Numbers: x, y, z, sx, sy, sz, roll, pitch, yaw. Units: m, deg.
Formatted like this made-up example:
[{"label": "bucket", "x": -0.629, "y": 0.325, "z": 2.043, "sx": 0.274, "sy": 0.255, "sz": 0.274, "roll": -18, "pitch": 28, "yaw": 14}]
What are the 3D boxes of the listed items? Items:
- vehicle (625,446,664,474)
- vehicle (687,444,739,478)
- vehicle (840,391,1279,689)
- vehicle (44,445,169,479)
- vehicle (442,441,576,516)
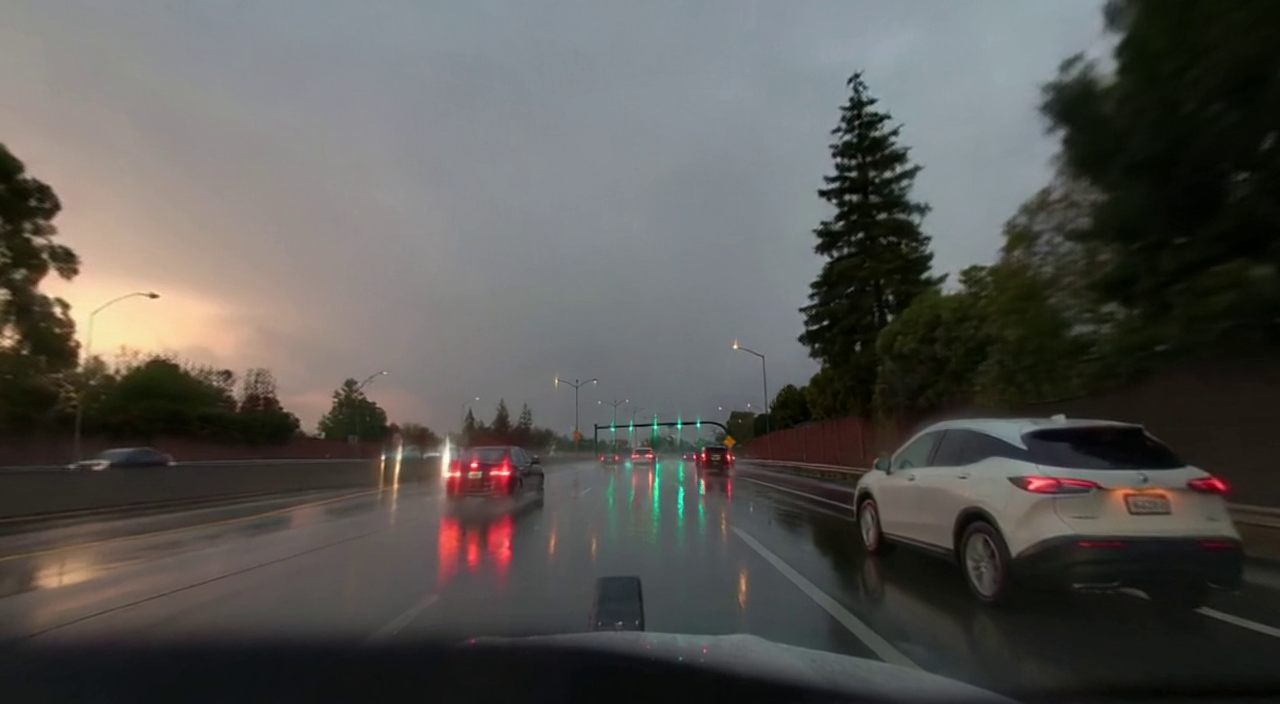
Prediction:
[{"label": "vehicle", "x": 0.371, "y": 6.939, "z": 40.871, "sx": 2.408, "sy": 1.748, "sz": 4.217, "roll": 0, "pitch": -8, "yaw": 2}, {"label": "vehicle", "x": 3.935, "y": 5.941, "z": 34.705, "sx": 2.320, "sy": 1.735, "sz": 4.408, "roll": 0, "pitch": -8, "yaw": 0}, {"label": "vehicle", "x": 3.688, "y": 1.424, "z": 6.012, "sx": 2.029, "sy": 1.716, "sz": 4.545, "roll": 0, "pitch": -8, "yaw": 0}, {"label": "vehicle", "x": -26.597, "y": 5.476, "z": 31.685, "sx": 1.828, "sy": 1.560, "sz": 4.372, "roll": -3, "pitch": -9, "yaw": 17}, {"label": "vehicle", "x": -2.939, "y": 2.957, "z": 15.414, "sx": 2.130, "sy": 1.514, "sz": 4.766, "roll": 0, "pitch": -8, "yaw": 2}]
